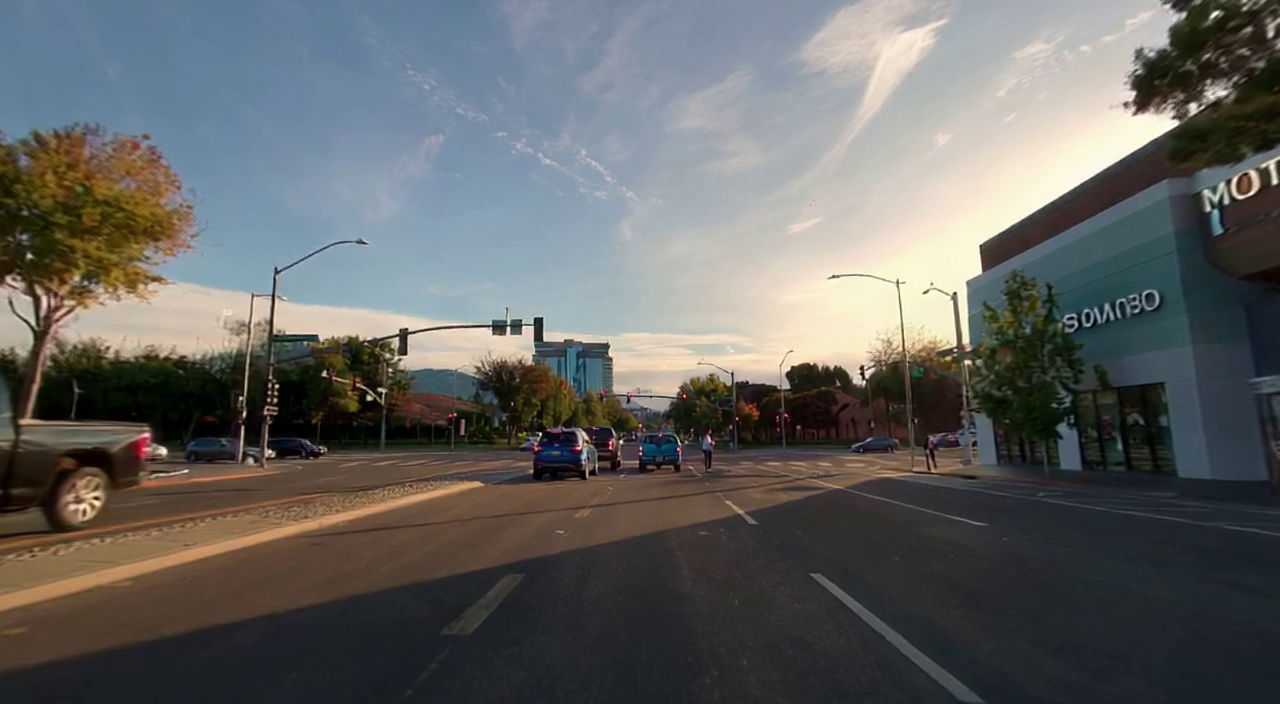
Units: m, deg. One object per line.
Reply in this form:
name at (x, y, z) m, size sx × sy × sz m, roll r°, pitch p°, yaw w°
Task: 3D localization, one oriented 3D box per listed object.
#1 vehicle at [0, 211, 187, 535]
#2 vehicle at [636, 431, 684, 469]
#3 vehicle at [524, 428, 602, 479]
vehicle at (-9.405, -0.120, 5.172) m, size 3.054 × 3.962 × 11.136 m, roll 0°, pitch -8°, yaw -1°
vehicle at (0.969, 4.868, 31.361) m, size 2.204 × 1.738 × 4.690 m, roll 0°, pitch -8°, yaw 1°
vehicle at (-2.711, 3.717, 23.218) m, size 2.006 × 1.707 × 4.448 m, roll -1°, pitch -8°, yaw 4°
